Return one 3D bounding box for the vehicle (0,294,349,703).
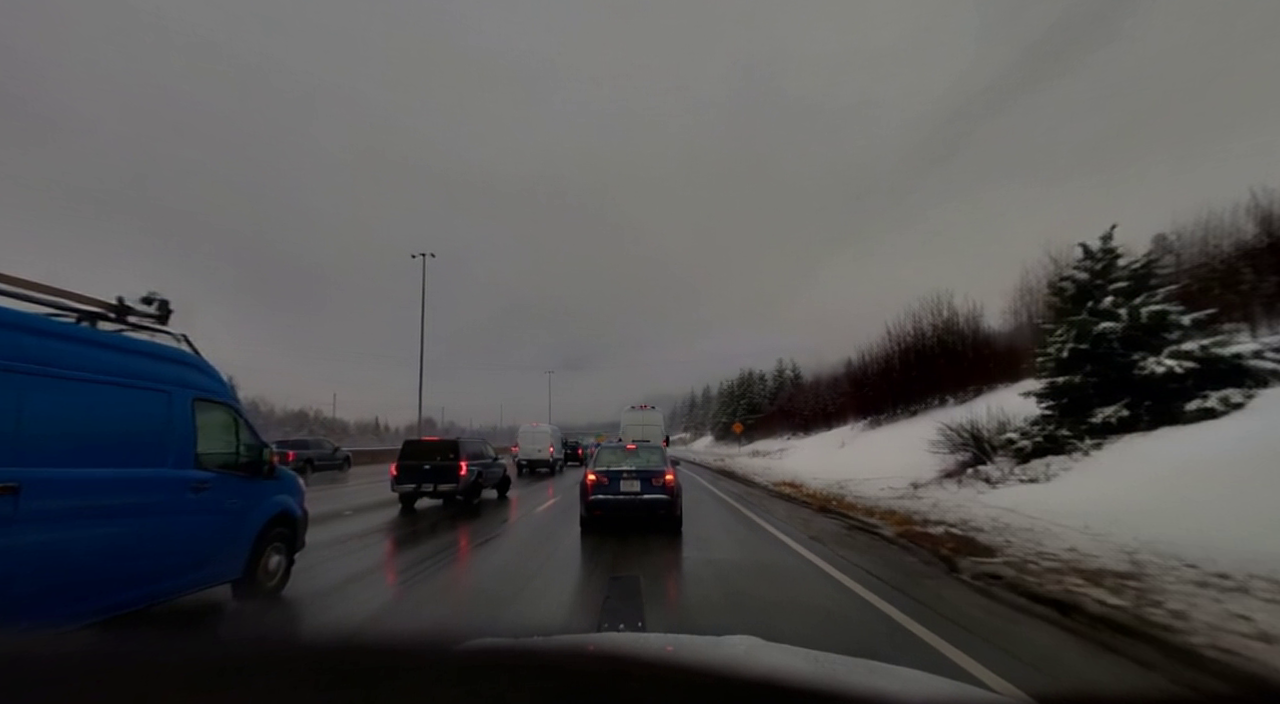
[{"bbox_3d":[-3.886,0.853,3.606,2.142,1.952,4.556,0,-8,1],"label":"vehicle"}]

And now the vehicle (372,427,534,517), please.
[{"bbox_3d":[-3.876,2.569,13.980,2.114,1.657,4.432,0,-8,2],"label":"vehicle"}]

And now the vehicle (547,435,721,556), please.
[{"bbox_3d":[-0.059,2.010,9.559,2.054,1.421,4.090,0,-8,0],"label":"vehicle"}]
